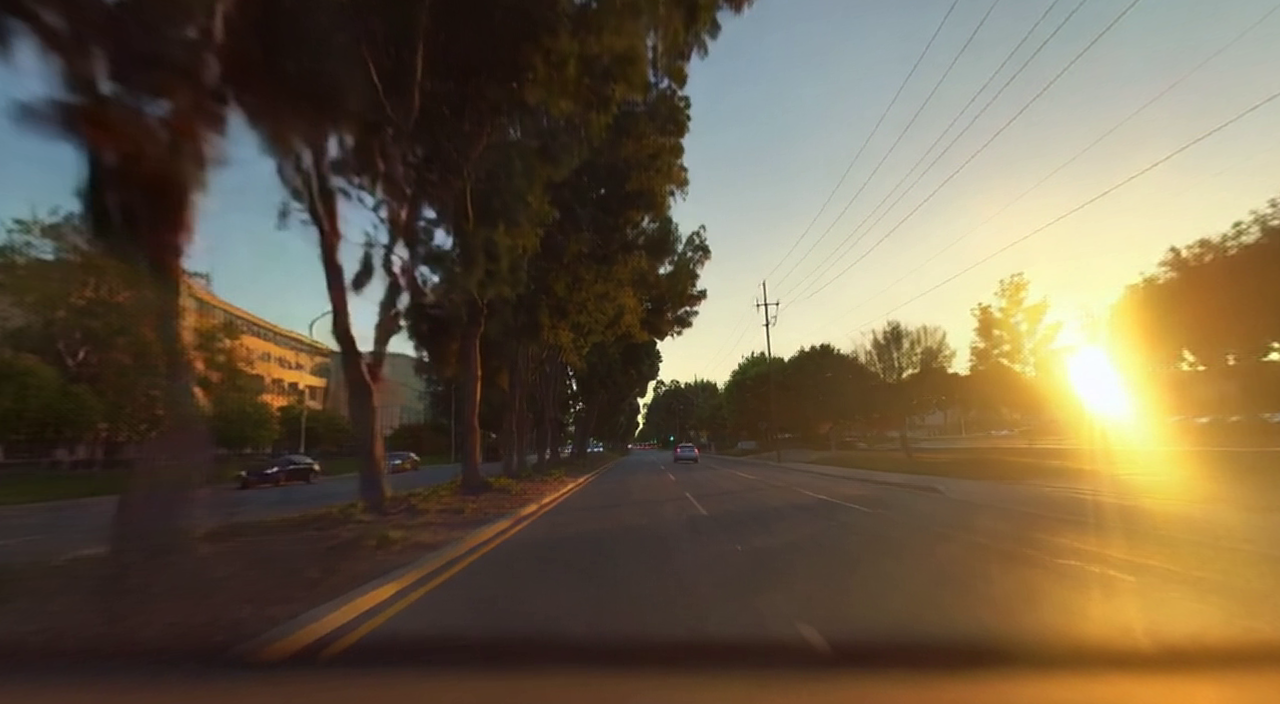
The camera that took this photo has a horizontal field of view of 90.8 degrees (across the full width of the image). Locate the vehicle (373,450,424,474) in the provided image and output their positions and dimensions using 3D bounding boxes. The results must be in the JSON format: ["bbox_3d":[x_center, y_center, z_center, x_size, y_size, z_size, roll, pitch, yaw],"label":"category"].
[{"bbox_3d":[-16.670,7.570,43.755,1.857,1.519,3.969,0,-8,1],"label":"vehicle"}]

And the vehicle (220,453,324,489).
[{"bbox_3d":[-16.832,5.440,29.255,1.908,1.445,4.730,0,-8,1],"label":"vehicle"}]

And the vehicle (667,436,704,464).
[{"bbox_3d":[3.098,6.847,44.097,2.085,1.828,5.383,0,-8,-1],"label":"vehicle"}]
